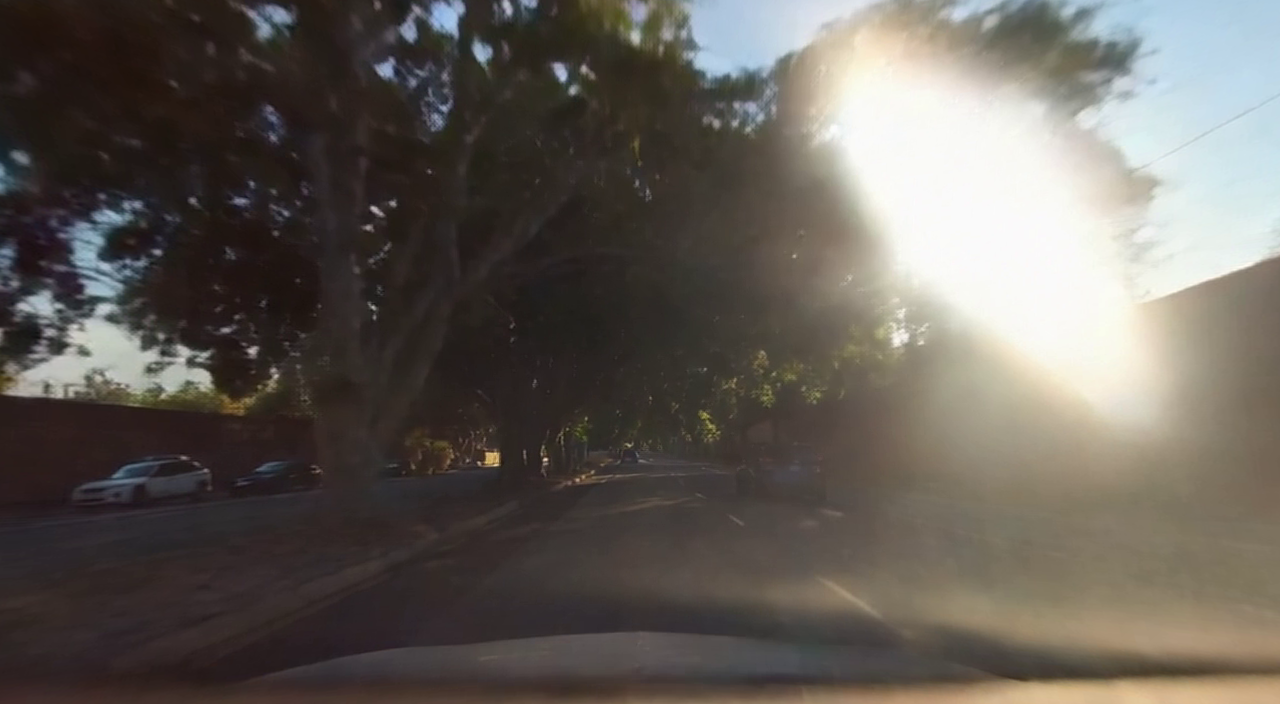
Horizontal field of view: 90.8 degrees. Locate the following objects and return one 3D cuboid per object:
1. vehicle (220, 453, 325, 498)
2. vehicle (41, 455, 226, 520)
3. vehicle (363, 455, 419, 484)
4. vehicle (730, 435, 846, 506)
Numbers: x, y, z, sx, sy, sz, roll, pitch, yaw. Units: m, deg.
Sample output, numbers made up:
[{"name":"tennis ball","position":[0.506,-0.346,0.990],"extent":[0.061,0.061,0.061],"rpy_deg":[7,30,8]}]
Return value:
[{"name":"vehicle","position":[-17.556,5.885,30.532],"extent":[2.075,1.909,5.064],"rpy_deg":[0,-9,-1]},{"name":"vehicle","position":[-17.279,4.589,22.064],"extent":[2.096,1.816,5.362],"rpy_deg":[-4,-9,-1]},{"name":"vehicle","position":[-17.172,8.088,43.853],"extent":[1.983,1.786,4.756],"rpy_deg":[0,-9,0]},{"name":"vehicle","position":[4.038,3.332,18.175],"extent":[2.155,1.752,4.456],"rpy_deg":[0,-9,-1]}]
